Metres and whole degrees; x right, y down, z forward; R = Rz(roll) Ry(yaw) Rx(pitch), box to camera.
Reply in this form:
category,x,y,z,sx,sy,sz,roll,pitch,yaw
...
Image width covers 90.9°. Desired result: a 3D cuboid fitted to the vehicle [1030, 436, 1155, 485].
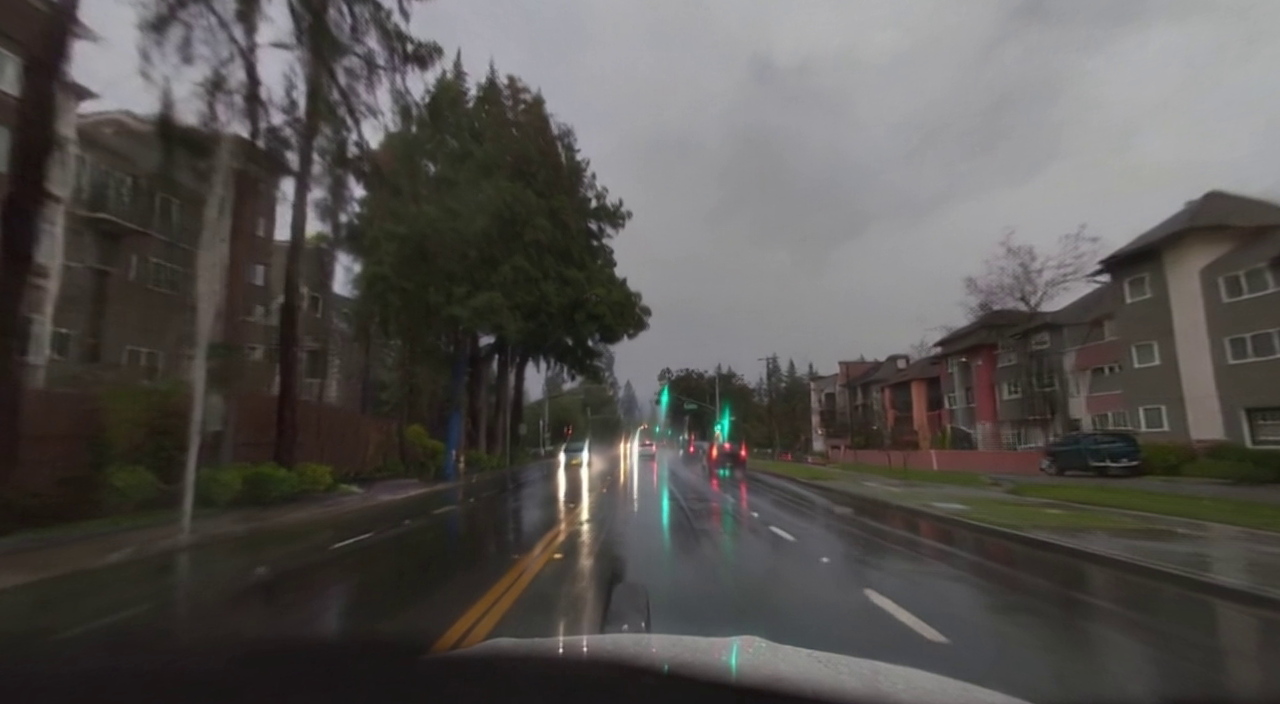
category,x,y,z,sx,sy,sz,roll,pitch,yaw
vehicle,17.928,4.293,25.212,1.831,1.778,3.787,1,-9,-8

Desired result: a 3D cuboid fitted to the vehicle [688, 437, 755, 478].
category,x,y,z,sx,sy,sz,roll,pitch,yaw
vehicle,3.205,4.263,25.836,2.078,1.488,4.741,0,-8,-1

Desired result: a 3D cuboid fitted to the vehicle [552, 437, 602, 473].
category,x,y,z,sx,sy,sz,roll,pitch,yaw
vehicle,-2.998,5.001,30.877,1.954,1.618,4.050,0,-8,1

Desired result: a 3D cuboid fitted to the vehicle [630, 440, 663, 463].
category,x,y,z,sx,sy,sz,roll,pitch,yaw
vehicle,0.364,6.614,42.170,2.097,1.463,4.043,0,-8,-1
